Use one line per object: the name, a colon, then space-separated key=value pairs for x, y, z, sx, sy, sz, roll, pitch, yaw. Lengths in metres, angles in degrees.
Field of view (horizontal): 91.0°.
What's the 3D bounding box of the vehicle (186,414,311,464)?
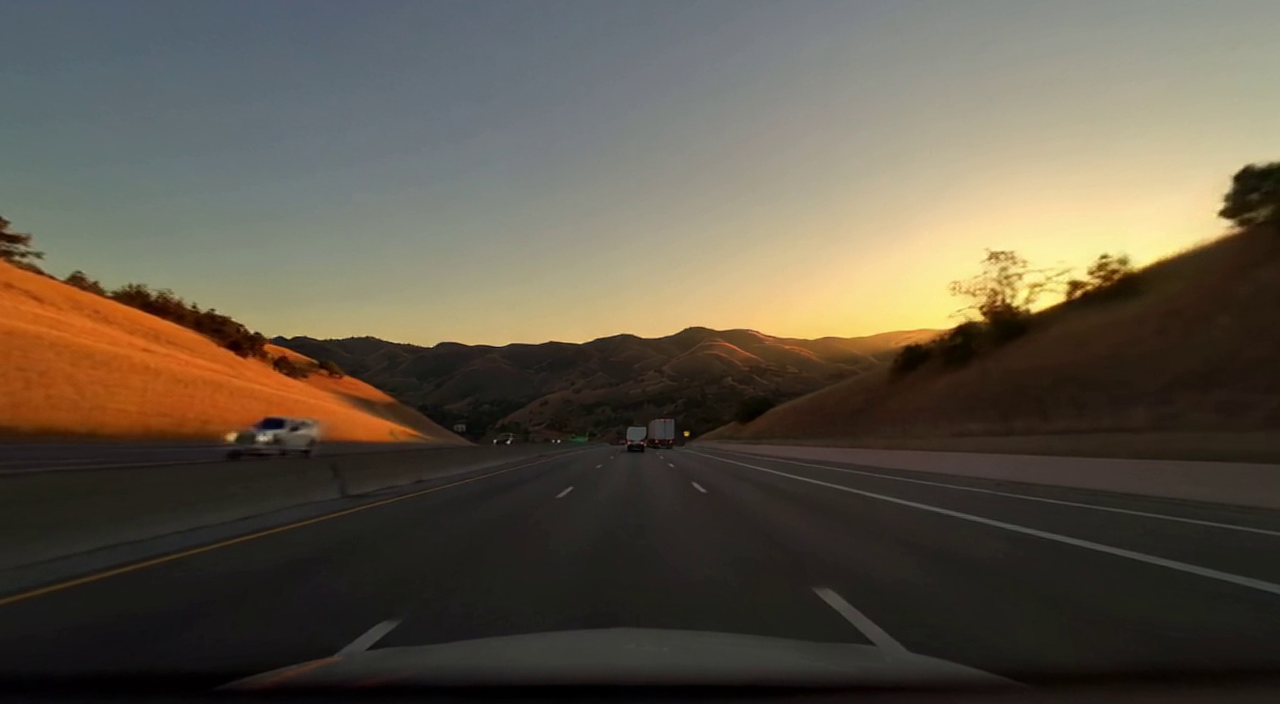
vehicle: x=-16.342 y=3.686 z=26.693 sx=2.101 sy=1.902 sz=4.985 roll=-1 pitch=-8 yaw=0
